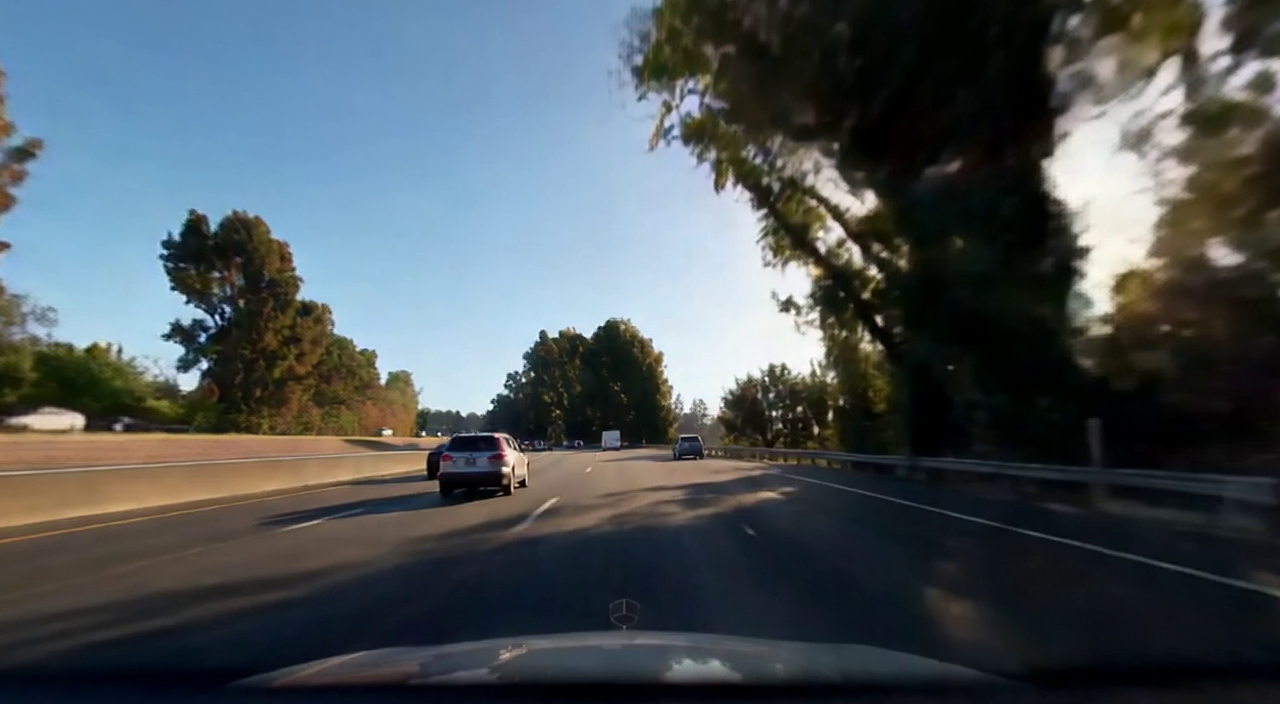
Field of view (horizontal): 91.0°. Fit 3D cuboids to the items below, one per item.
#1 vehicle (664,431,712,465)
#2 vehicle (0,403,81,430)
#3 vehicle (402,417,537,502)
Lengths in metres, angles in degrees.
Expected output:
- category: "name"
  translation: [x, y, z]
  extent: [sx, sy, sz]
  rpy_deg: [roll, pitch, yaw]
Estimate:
- category: "vehicle"
  translation: [2.562, 5.242, 34.441]
  extent: [2.053, 1.698, 4.097]
  rpy_deg: [1, -9, -3]
- category: "vehicle"
  translation: [-37.052, 4.012, 38.621]
  extent: [1.721, 1.486, 4.205]
  rpy_deg: [1, -9, -4]
- category: "vehicle"
  translation: [-3.788, 2.488, 14.865]
  extent: [2.002, 1.680, 4.301]
  rpy_deg: [0, -9, 0]
